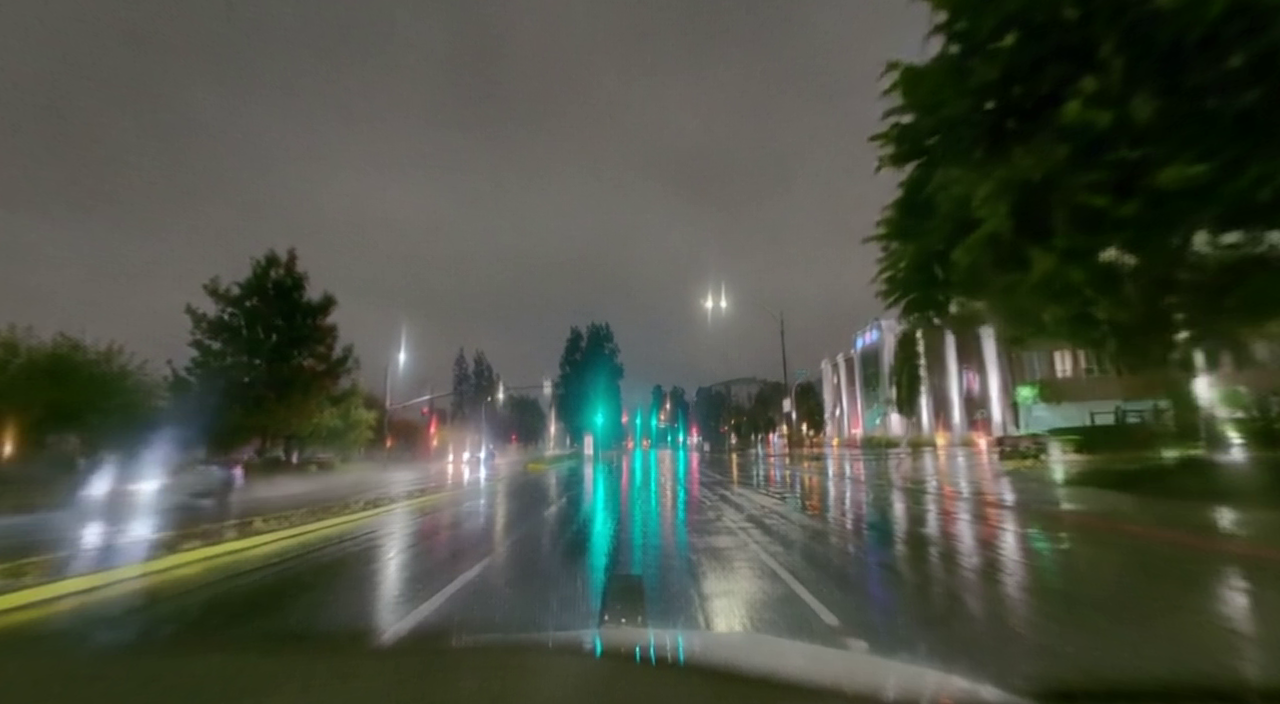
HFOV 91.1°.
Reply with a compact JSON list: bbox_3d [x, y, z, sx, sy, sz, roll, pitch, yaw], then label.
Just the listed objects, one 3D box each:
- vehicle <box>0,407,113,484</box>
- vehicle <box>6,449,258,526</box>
[{"bbox_3d":[-30.766,4.506,30.088,2.818,3.500,8.930,-1,-8,3],"label":"vehicle"},{"bbox_3d":[-11.356,3.018,14.622,2.058,1.453,4.580,0,-8,-1],"label":"vehicle"}]
